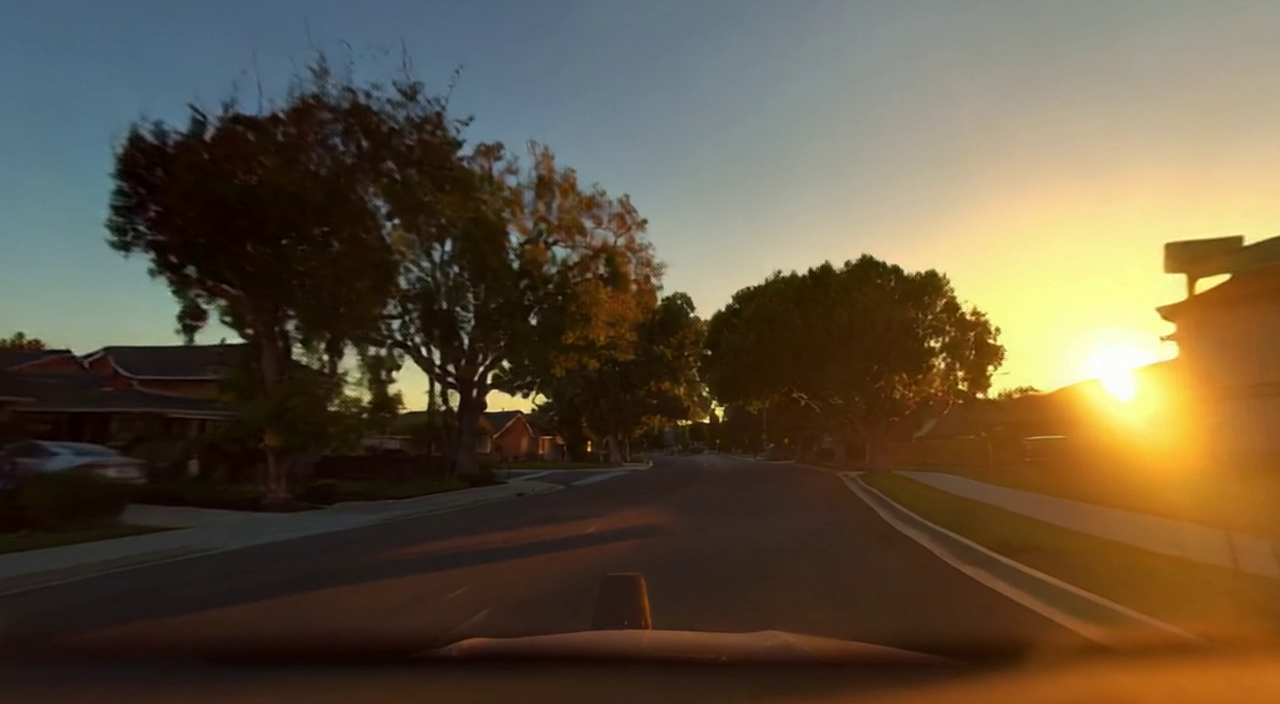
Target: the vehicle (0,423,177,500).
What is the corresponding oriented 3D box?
[{"bbox_3d":[-15.533,2.878,16.868,4.410,1.710,2.065,5,-9,-6],"label":"vehicle"}]
